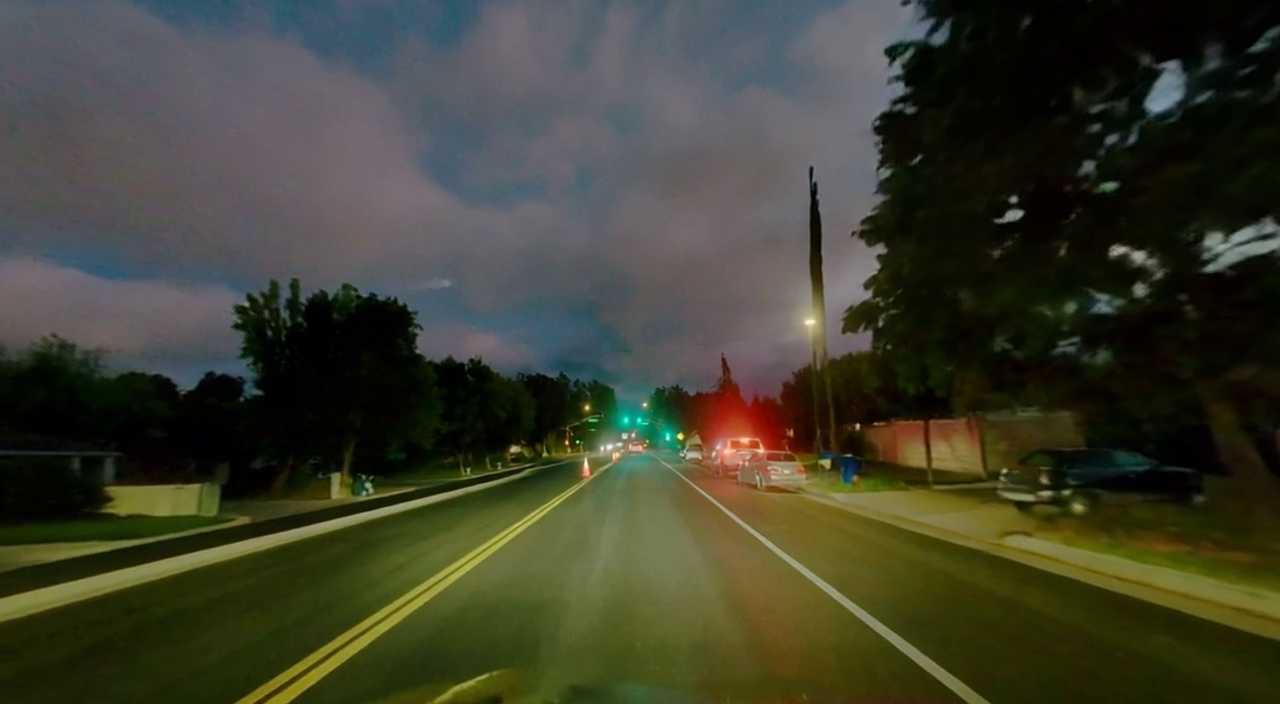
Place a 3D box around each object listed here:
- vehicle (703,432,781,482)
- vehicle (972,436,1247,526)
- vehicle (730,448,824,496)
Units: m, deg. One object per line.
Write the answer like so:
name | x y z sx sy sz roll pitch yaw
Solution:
vehicle | 4.194 4.427 26.936 2.255 1.914 4.967 0 -9 -3
vehicle | 8.411 2.302 11.591 3.561 1.465 1.870 1 -8 -2
vehicle | 4.200 3.739 20.215 1.928 1.333 4.586 0 -9 -1
